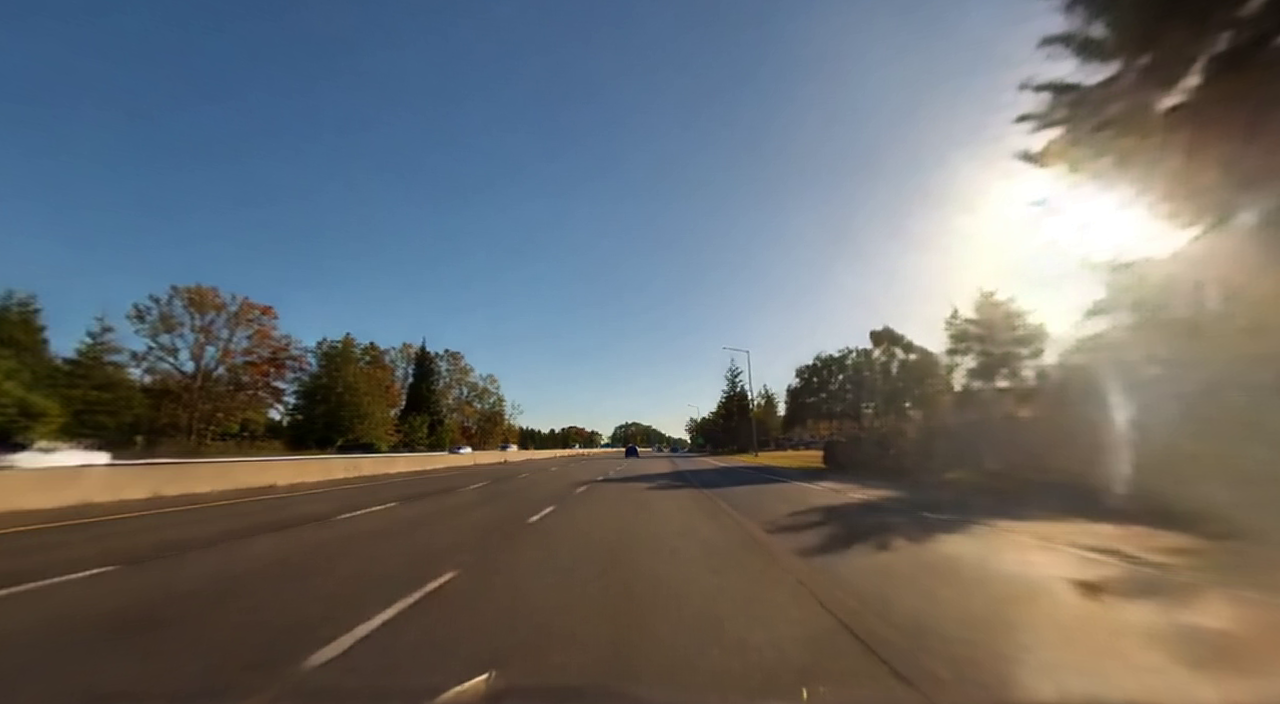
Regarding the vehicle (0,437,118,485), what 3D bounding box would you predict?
[{"bbox_3d":[-26.945,4.768,27.989,2.389,1.915,5.855,0,-8,1],"label":"vehicle"}]
